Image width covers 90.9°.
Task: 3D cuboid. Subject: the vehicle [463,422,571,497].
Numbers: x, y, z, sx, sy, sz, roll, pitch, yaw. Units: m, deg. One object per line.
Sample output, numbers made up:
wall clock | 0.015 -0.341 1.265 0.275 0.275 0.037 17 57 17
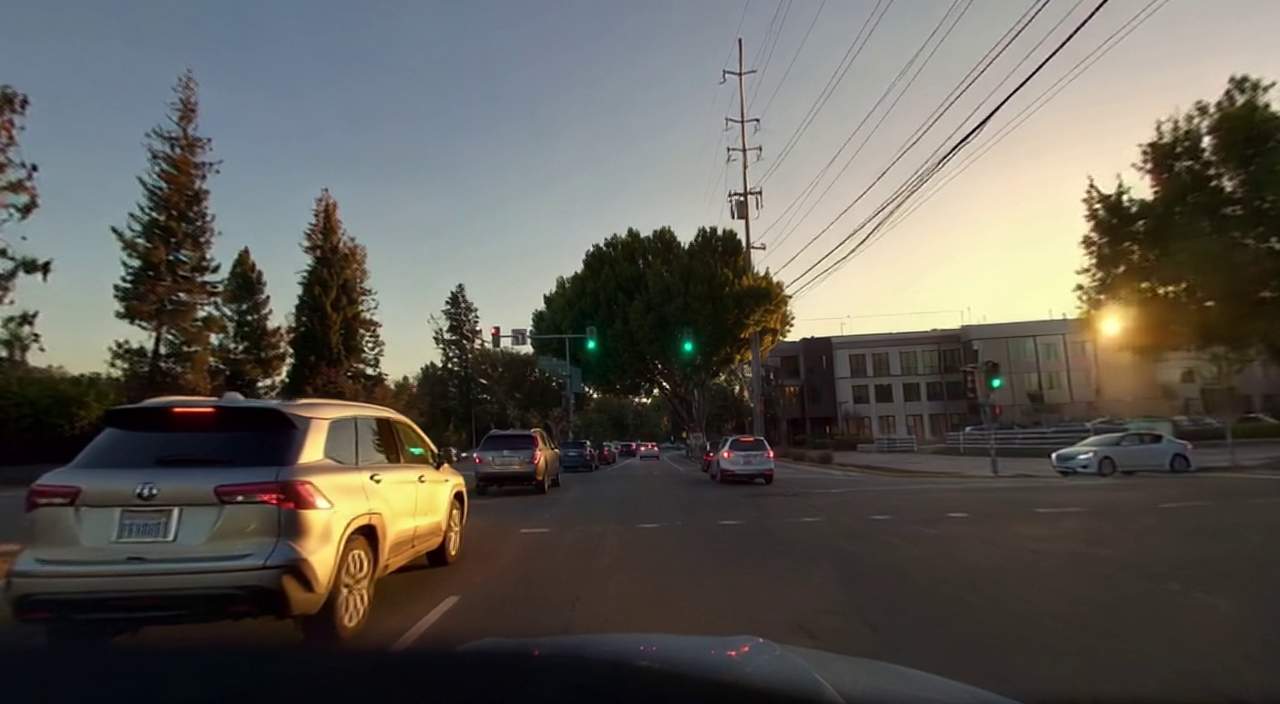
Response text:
vehicle | -3.139 2.862 17.100 1.958 1.744 4.315 0 -8 2

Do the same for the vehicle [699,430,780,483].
vehicle | 3.509 3.808 23.241 2.201 1.734 4.564 0 -8 -1

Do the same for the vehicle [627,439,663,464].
vehicle | 0.338 6.371 40.491 2.185 1.515 4.215 0 -8 1

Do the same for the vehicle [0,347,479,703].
vehicle | -3.010 1.161 5.205 2.127 1.754 4.287 0 -8 1

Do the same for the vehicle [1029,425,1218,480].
vehicle | 14.977 3.147 19.808 4.119 1.574 2.028 -2 -9 11

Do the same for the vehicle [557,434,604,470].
vehicle | -2.925 5.050 31.888 1.900 1.677 4.128 0 -8 1
